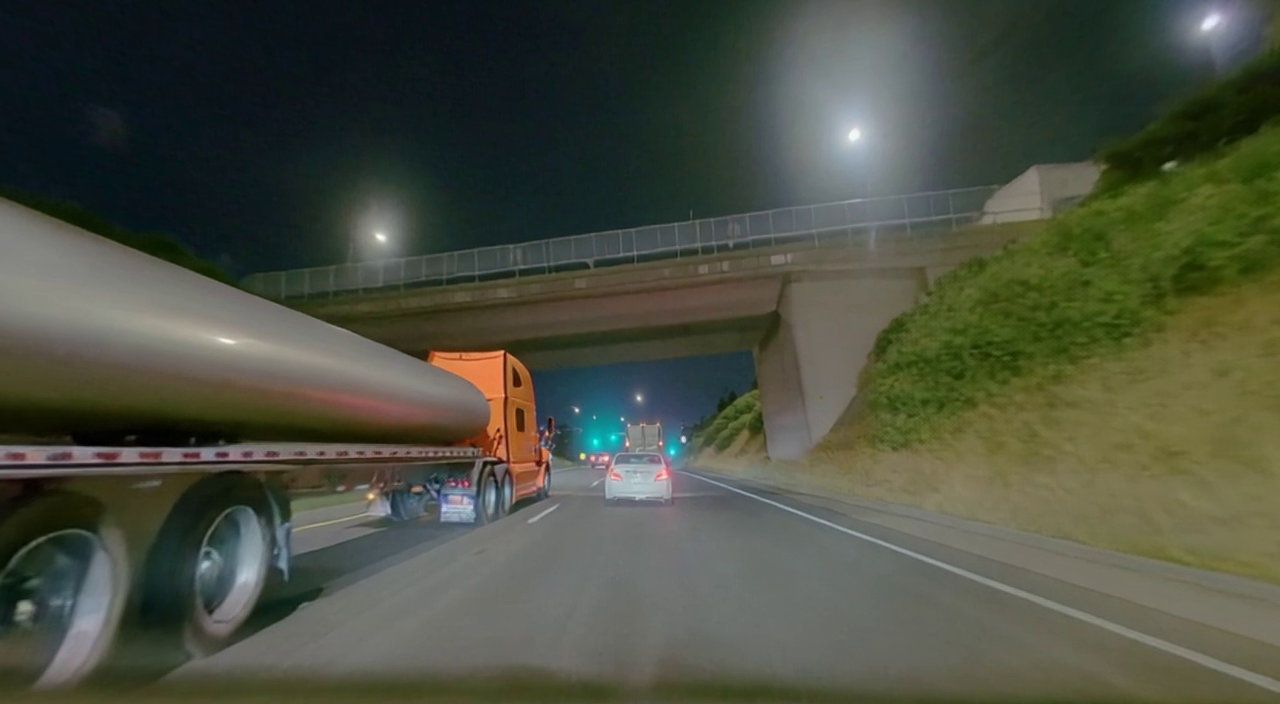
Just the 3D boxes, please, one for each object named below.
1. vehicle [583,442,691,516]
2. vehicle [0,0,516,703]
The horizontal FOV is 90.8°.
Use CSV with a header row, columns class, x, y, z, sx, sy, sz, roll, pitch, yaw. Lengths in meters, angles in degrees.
class,x,y,z,sx,sy,sz,roll,pitch,yaw
vehicle,-0.036,2.932,15.076,2.215,1.481,4.246,0,-9,1
vehicle,-4.291,0.537,6.407,2.896,3.563,14.643,0,-9,1
